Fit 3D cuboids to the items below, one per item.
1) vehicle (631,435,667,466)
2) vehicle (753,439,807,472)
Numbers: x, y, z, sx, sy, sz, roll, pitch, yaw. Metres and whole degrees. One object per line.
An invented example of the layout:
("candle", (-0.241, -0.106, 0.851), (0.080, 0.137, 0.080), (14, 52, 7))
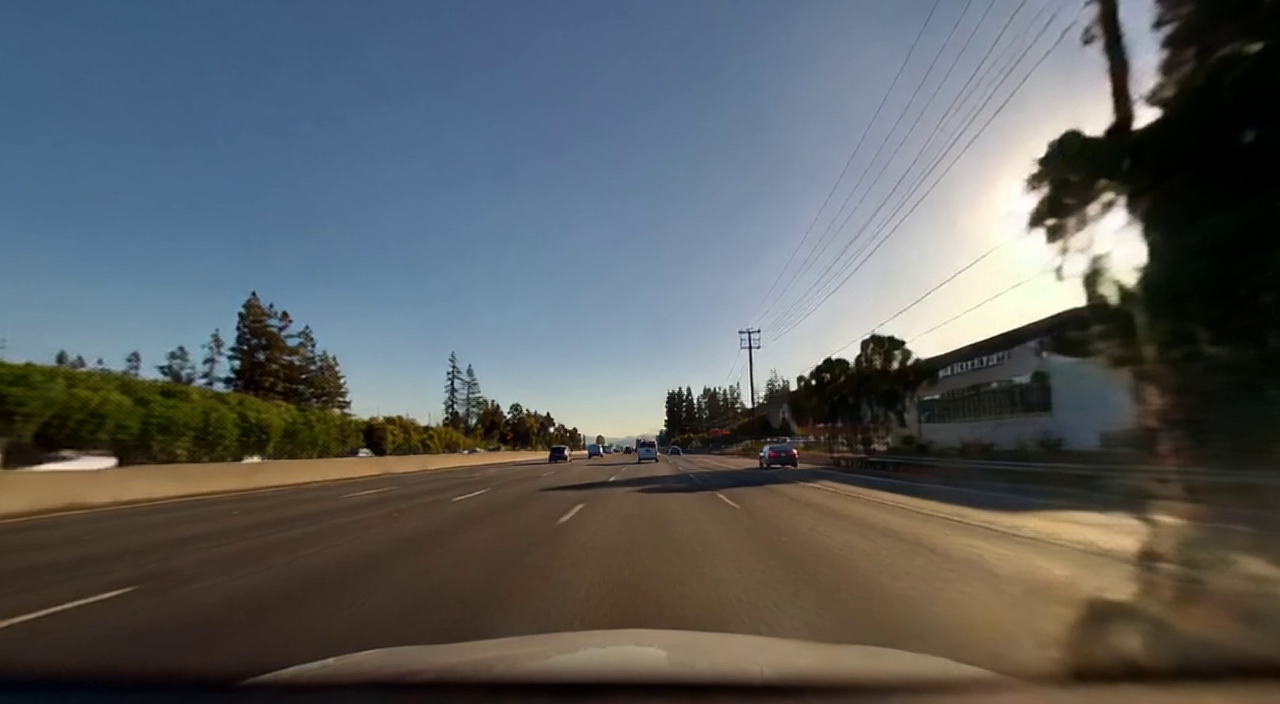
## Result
("vehicle", (0.674, 7.715, 49.444), (2.622, 2.208, 5.320), (0, -9, 0))
("vehicle", (7.617, 5.673, 34.761), (1.937, 1.698, 4.322), (0, -9, -1))
